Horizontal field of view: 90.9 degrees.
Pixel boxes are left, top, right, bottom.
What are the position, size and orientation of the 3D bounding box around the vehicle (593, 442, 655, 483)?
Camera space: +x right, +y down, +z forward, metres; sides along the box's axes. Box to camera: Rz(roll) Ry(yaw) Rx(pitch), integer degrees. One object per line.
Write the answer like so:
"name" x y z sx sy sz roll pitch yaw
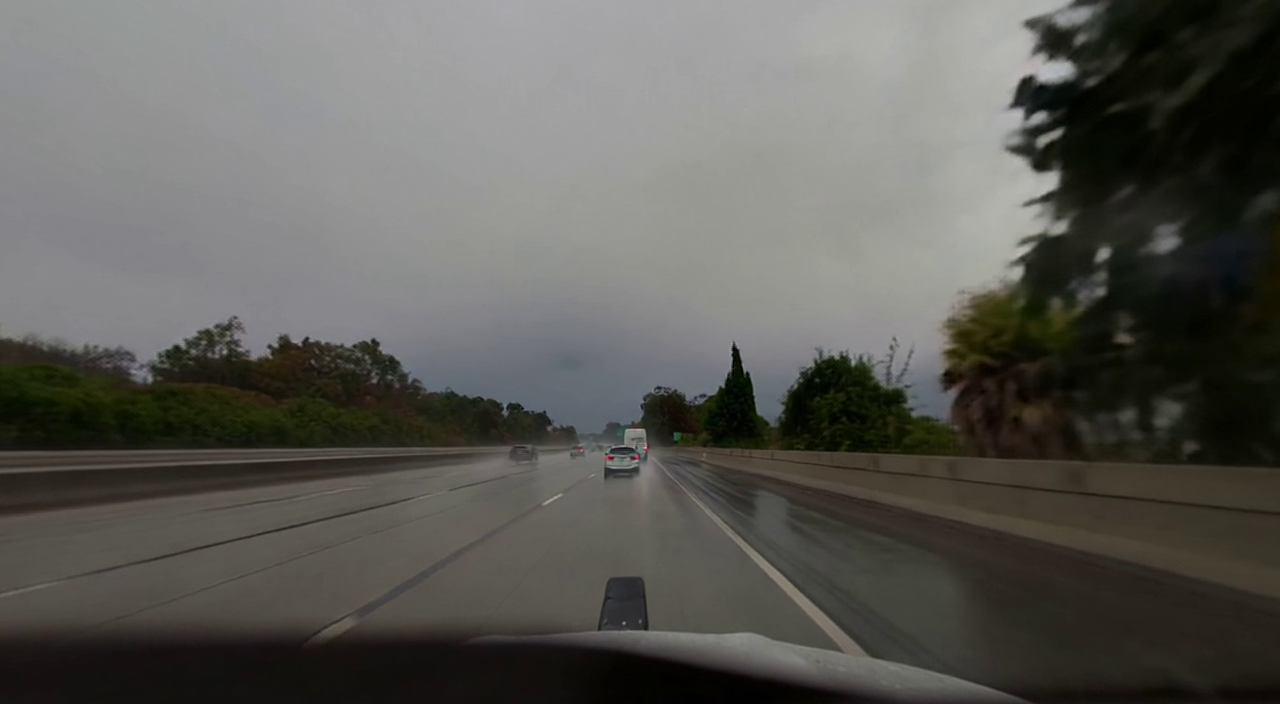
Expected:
"vehicle" -0.585 4.335 24.908 2.238 1.479 3.672 0 -9 0
